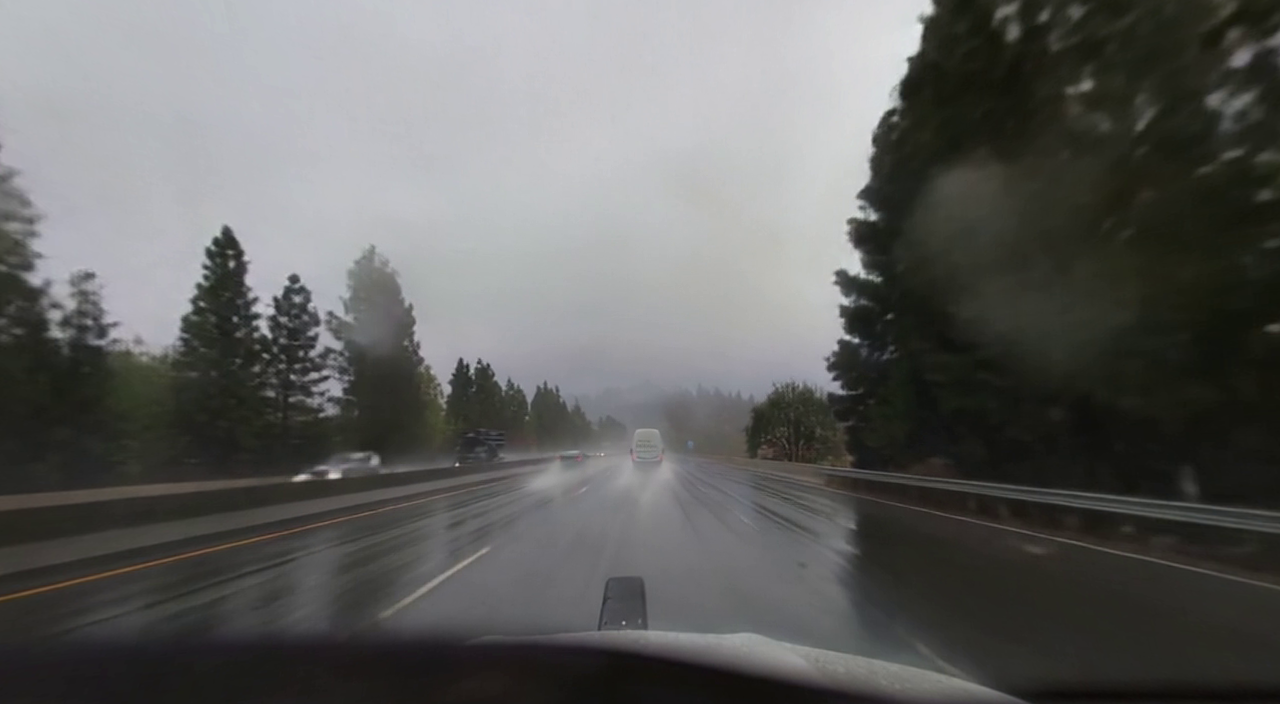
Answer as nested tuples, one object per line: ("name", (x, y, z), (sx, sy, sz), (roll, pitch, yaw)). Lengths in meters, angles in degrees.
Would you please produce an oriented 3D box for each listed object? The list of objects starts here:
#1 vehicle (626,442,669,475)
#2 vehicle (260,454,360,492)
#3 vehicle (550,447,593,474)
("vehicle", (0.388, 5.733, 34.082), (2.172, 1.687, 3.929), (0, -9, 0))
("vehicle", (-14.273, 5.240, 27.555), (2.076, 1.493, 4.106), (0, -9, 2))
("vehicle", (-3.869, 6.246, 36.388), (1.998, 1.460, 4.422), (0, -9, 0))
